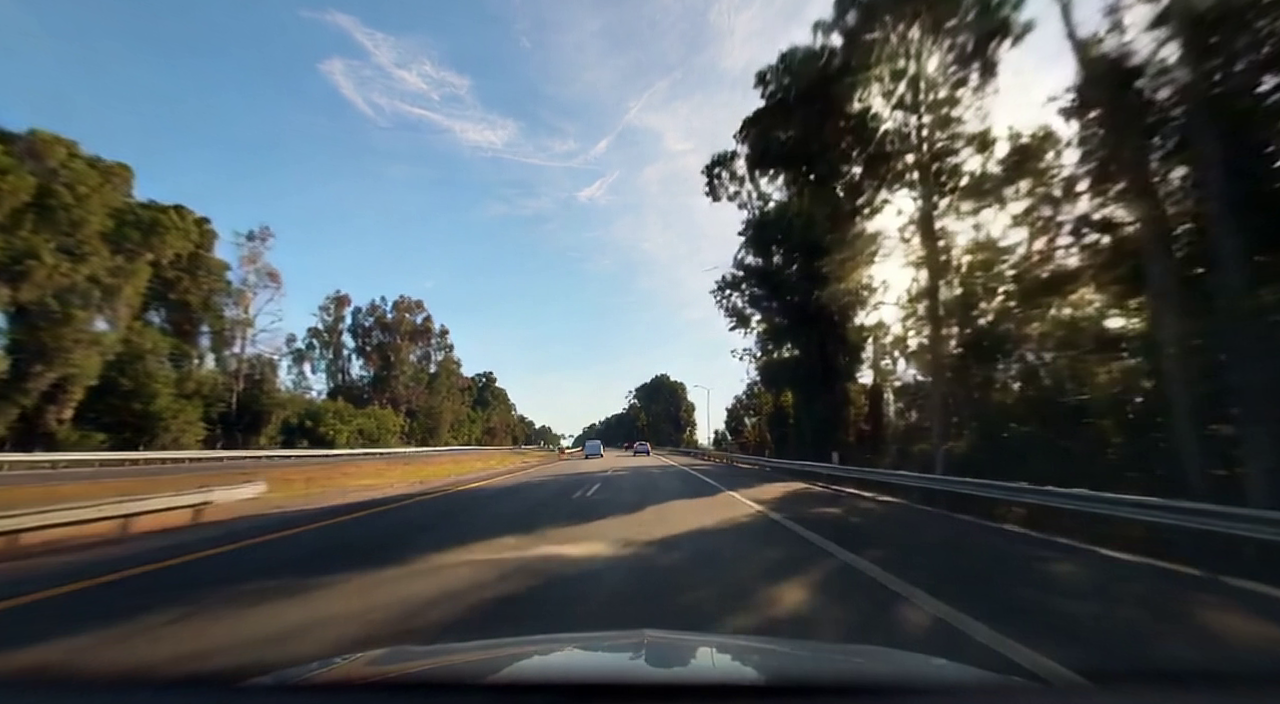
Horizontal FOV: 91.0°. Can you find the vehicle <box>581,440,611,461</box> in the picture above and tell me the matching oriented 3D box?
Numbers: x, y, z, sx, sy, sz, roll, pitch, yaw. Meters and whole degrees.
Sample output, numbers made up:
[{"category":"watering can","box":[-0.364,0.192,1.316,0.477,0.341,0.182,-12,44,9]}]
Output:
[{"category":"vehicle","box":[-3.313,7.424,47.635,2.057,1.514,3.845,0,-8,-1]}]
